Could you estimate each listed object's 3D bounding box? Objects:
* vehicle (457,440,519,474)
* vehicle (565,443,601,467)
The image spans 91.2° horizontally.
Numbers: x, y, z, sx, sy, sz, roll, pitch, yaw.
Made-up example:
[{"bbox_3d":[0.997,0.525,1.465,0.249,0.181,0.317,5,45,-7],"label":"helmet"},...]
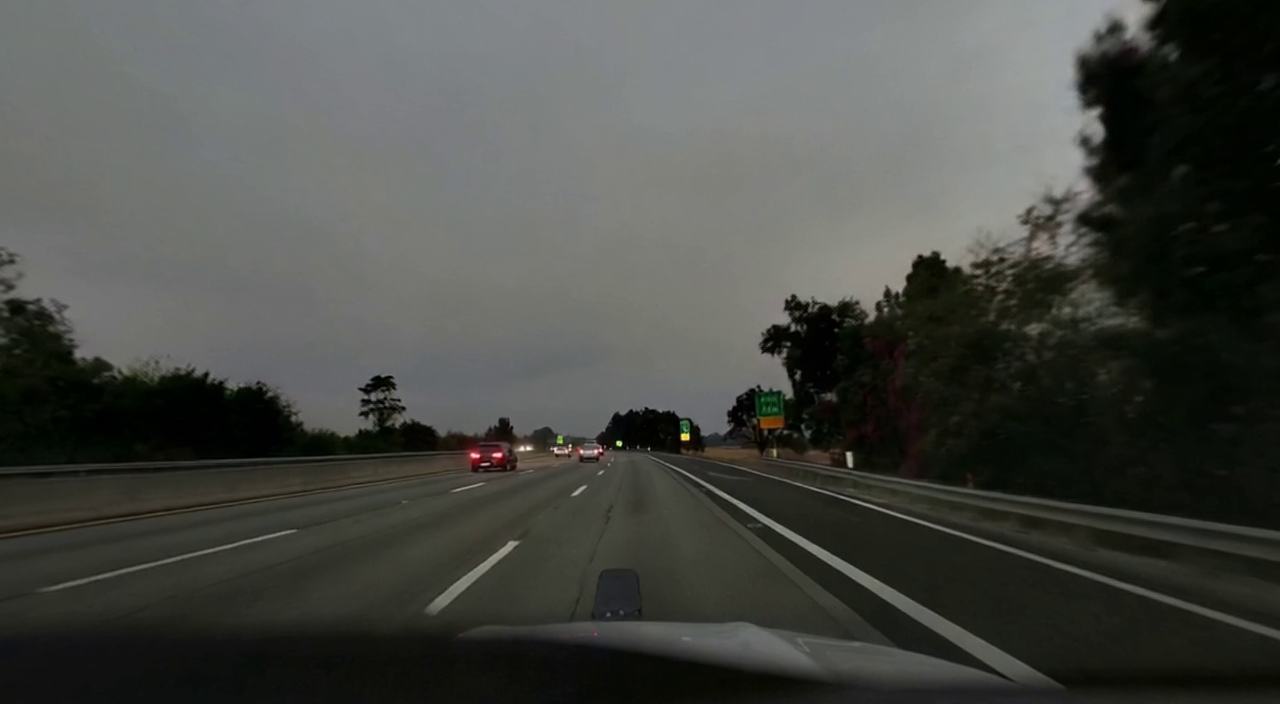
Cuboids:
[{"bbox_3d":[-7.687,5.347,32.205,2.080,1.632,4.332,0,-9,0],"label":"vehicle"},{"bbox_3d":[-3.744,6.841,41.838,2.075,1.516,4.212,0,-8,-1],"label":"vehicle"}]
